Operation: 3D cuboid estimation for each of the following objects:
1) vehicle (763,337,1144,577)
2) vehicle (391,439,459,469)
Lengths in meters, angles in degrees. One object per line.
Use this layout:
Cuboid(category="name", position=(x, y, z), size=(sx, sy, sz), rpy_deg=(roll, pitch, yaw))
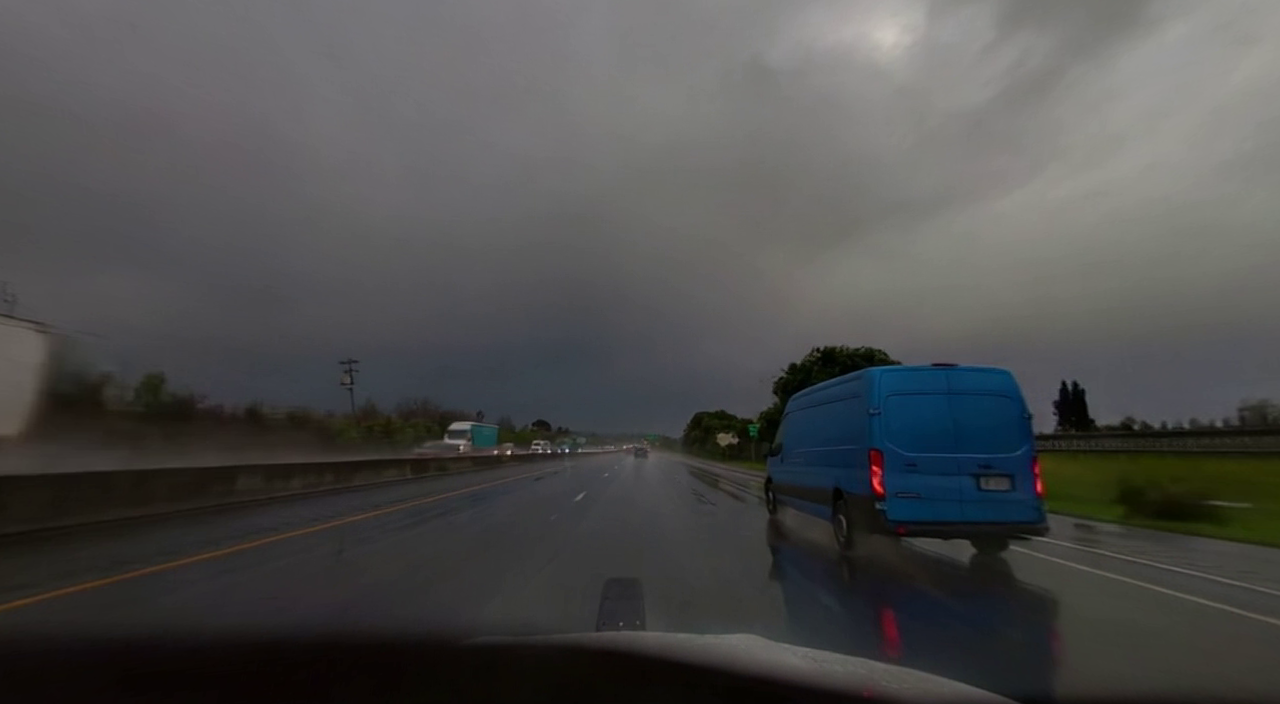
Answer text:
Cuboid(category="vehicle", position=(3.939, 1.590, 10.013), size=(2.552, 2.524, 6.630), rpy_deg=(0, -9, 0))
Cuboid(category="vehicle", position=(-11.453, 5.476, 33.930), size=(2.166, 1.484, 4.185), rpy_deg=(0, -9, 0))
